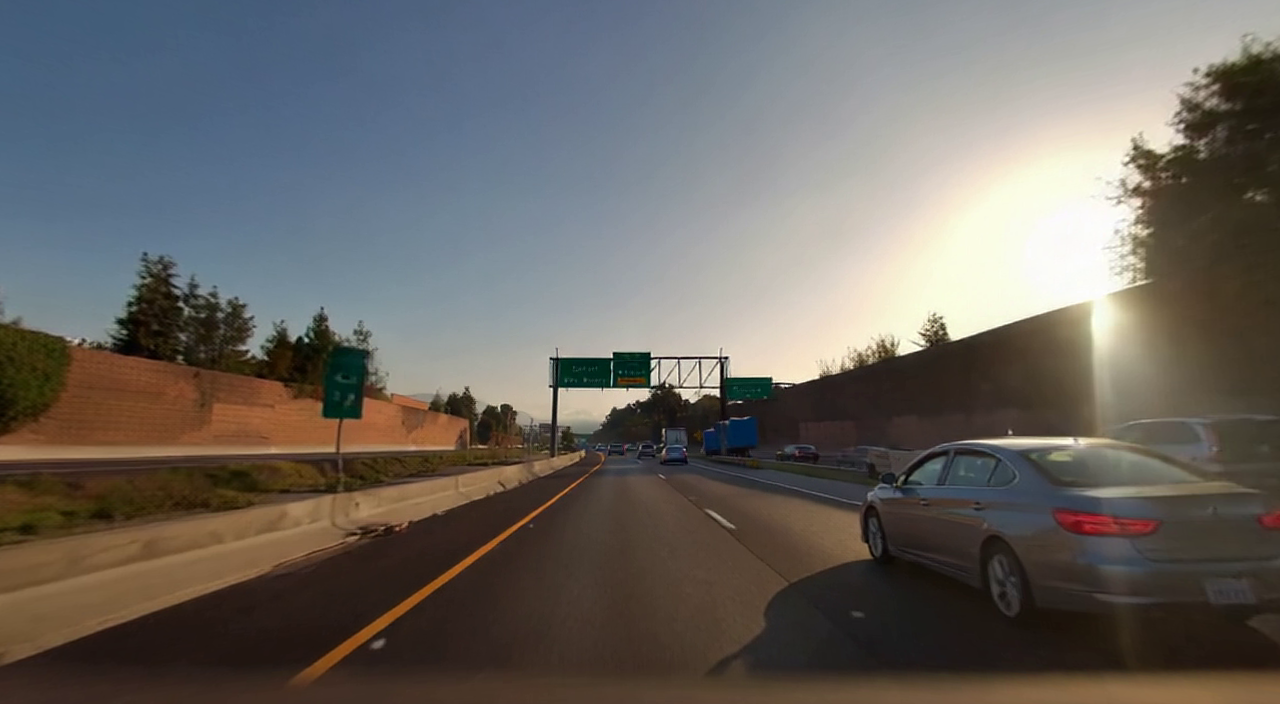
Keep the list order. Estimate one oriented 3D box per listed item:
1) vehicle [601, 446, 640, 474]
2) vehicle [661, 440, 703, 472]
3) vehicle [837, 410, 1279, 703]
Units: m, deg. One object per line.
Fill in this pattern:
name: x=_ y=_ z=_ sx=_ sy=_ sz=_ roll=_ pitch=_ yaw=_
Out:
vehicle: x=-1.115 y=6.028 z=35.494 sx=2.083 sy=1.477 sz=3.965 roll=0 pitch=-9 yaw=-3
vehicle: x=2.527 y=6.411 z=39.328 sx=2.114 sy=1.849 sz=4.692 roll=0 pitch=-9 yaw=-3
vehicle: x=3.128 y=1.279 z=4.576 sx=1.922 sy=1.465 sz=4.165 roll=0 pitch=-9 yaw=-2
